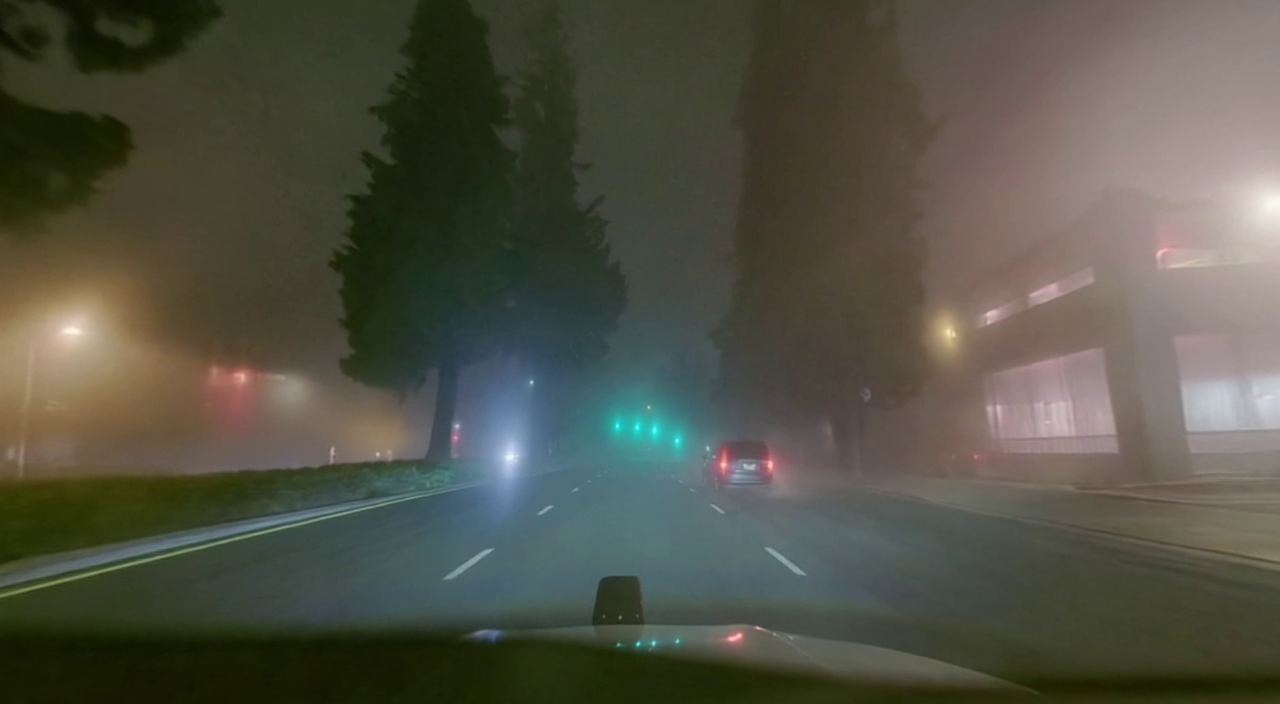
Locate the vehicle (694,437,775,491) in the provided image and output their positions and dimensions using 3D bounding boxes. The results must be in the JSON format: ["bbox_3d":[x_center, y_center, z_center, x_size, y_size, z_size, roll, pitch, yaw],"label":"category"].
[{"bbox_3d":[3.240,3.942,22.607,2.083,1.743,4.354,0,-8,-2],"label":"vehicle"}]
